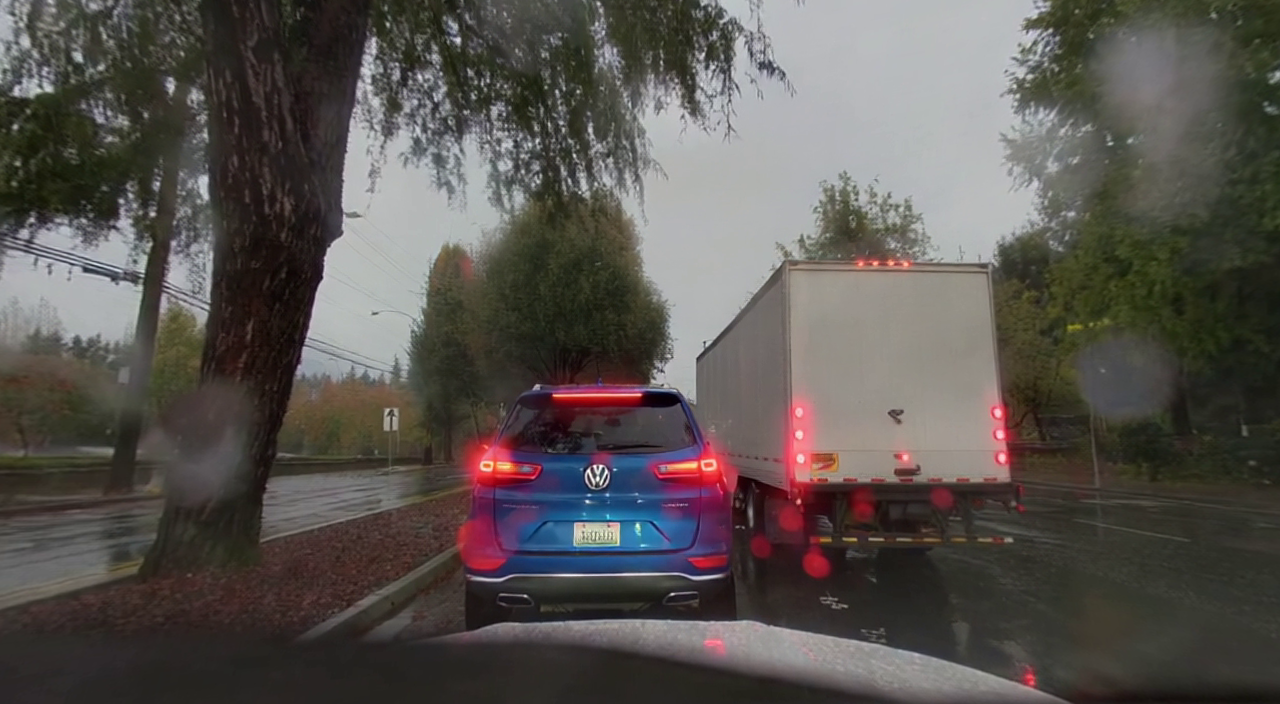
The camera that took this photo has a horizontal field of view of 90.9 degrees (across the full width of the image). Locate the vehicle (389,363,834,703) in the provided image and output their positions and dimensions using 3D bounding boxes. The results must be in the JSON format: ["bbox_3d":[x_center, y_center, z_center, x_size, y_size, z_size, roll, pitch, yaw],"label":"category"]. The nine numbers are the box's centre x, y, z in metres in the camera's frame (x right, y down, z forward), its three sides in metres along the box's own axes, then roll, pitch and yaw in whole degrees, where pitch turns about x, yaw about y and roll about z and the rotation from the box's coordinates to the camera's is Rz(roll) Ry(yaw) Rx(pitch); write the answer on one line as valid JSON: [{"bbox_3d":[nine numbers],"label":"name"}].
[{"bbox_3d":[-0.138,1.225,5.198,2.114,1.732,4.230,0,-8,0],"label":"vehicle"}]

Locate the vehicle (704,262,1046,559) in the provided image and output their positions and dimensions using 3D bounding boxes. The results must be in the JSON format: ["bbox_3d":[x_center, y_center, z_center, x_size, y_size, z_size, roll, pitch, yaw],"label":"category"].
[{"bbox_3d":[3.215,1.279,11.967,2.915,3.559,8.848,0,-8,-1],"label":"vehicle"}]

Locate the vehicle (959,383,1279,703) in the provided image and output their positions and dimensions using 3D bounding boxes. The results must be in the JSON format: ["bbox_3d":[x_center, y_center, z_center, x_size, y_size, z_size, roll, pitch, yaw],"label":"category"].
[{"bbox_3d":[2.826,0.745,1.197,1.971,1.484,4.728,0,-8,0],"label":"vehicle"}]
